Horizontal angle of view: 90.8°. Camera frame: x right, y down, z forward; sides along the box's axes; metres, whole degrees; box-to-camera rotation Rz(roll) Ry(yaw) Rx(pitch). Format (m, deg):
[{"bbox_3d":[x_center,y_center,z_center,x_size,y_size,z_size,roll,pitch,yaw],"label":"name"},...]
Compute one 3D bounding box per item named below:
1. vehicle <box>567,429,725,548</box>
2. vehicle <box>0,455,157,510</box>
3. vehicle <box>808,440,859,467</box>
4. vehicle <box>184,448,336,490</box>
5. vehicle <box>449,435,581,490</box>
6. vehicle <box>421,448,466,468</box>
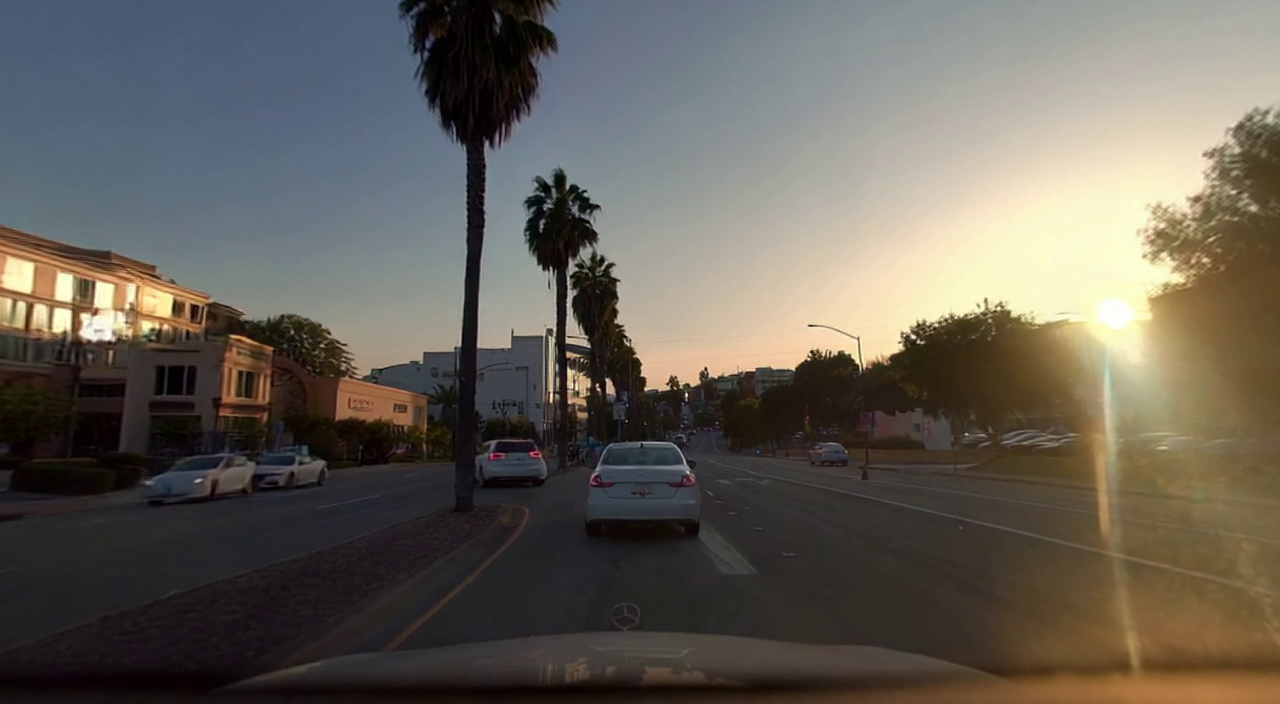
[{"bbox_3d":[-0.008,2.047,10.189,1.986,1.473,4.382,0,-9,-2],"label":"vehicle"},{"bbox_3d":[-16.687,3.792,18.746,4.071,1.442,1.948,-4,-9,24],"label":"vehicle"},{"bbox_3d":[14.092,7.404,46.391,2.131,1.832,5.203,0,-9,1],"label":"vehicle"},{"bbox_3d":[-14.521,4.451,24.284,4.585,1.479,2.088,-1,-9,7],"label":"vehicle"},{"bbox_3d":[-4.112,3.499,20.367,2.095,1.552,4.457,8,-12,-43],"label":"vehicle"},{"bbox_3d":[-15.254,8.225,49.328,2.099,1.464,4.615,0,-9,-1],"label":"vehicle"}]
